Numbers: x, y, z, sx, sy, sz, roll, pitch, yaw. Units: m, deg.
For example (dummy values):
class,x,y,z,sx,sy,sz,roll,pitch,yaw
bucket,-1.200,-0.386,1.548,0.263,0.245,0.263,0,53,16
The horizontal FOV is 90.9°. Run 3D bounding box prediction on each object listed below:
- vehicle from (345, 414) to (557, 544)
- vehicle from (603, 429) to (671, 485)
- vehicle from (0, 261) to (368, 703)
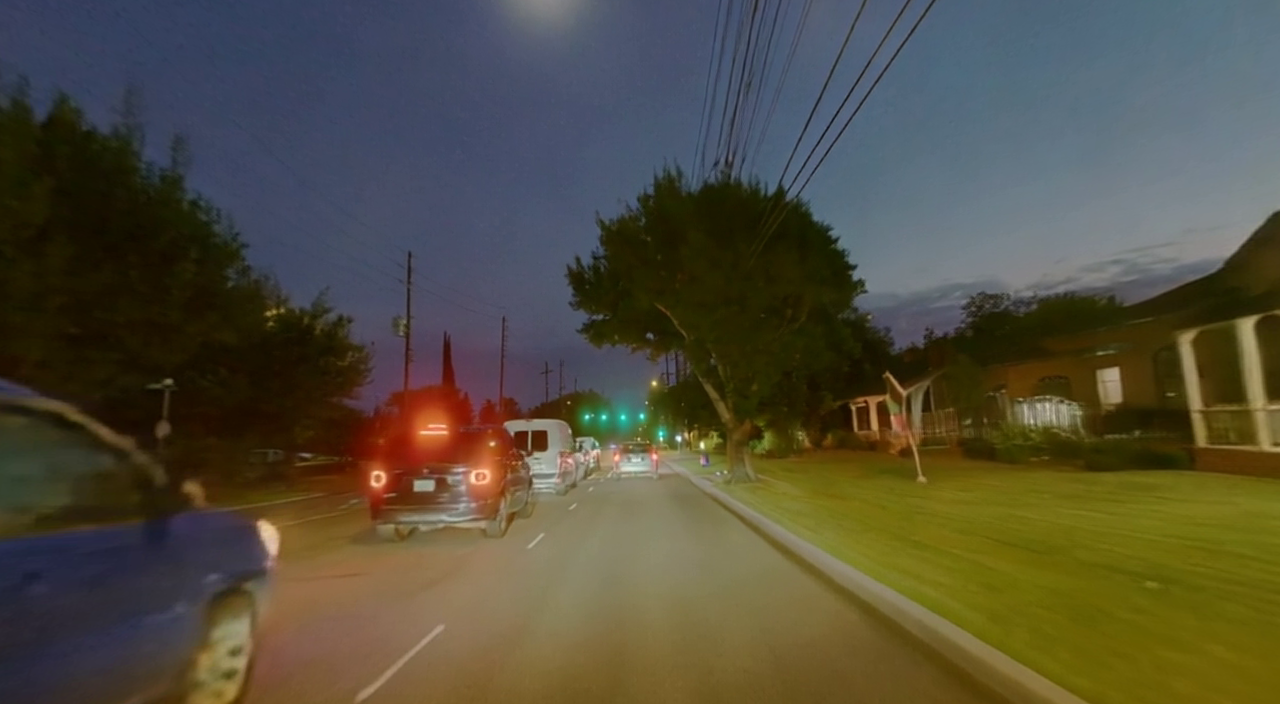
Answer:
class,x,y,z,sx,sy,sz,roll,pitch,yaw
vehicle,-2.804,2.016,10.590,2.105,1.709,4.251,0,-9,2
vehicle,-0.088,3.587,21.695,2.120,1.718,3.909,0,-9,0
vehicle,-2.646,0.638,1.317,2.157,1.765,4.303,0,-9,1
